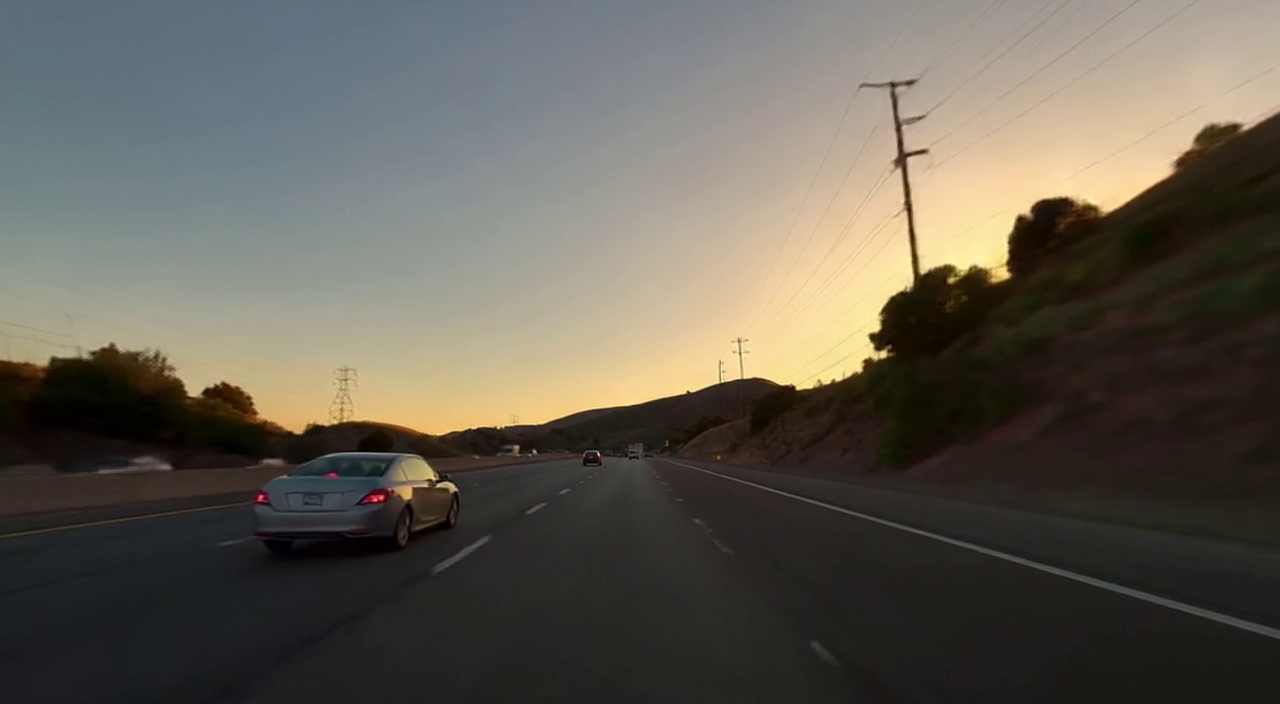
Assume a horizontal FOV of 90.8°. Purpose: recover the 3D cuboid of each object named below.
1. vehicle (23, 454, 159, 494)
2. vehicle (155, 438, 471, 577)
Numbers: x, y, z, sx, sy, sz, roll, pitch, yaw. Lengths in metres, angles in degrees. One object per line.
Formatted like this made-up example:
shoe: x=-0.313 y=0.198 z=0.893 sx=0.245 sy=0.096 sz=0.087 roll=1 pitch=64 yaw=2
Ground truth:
vehicle: x=-25.582 y=5.678 z=29.765 sx=2.003 sy=1.633 sz=4.925 roll=0 pitch=-9 yaw=-1
vehicle: x=-4.224 y=2.074 z=9.399 sx=2.064 sy=1.489 sz=4.966 roll=0 pitch=-9 yaw=0
